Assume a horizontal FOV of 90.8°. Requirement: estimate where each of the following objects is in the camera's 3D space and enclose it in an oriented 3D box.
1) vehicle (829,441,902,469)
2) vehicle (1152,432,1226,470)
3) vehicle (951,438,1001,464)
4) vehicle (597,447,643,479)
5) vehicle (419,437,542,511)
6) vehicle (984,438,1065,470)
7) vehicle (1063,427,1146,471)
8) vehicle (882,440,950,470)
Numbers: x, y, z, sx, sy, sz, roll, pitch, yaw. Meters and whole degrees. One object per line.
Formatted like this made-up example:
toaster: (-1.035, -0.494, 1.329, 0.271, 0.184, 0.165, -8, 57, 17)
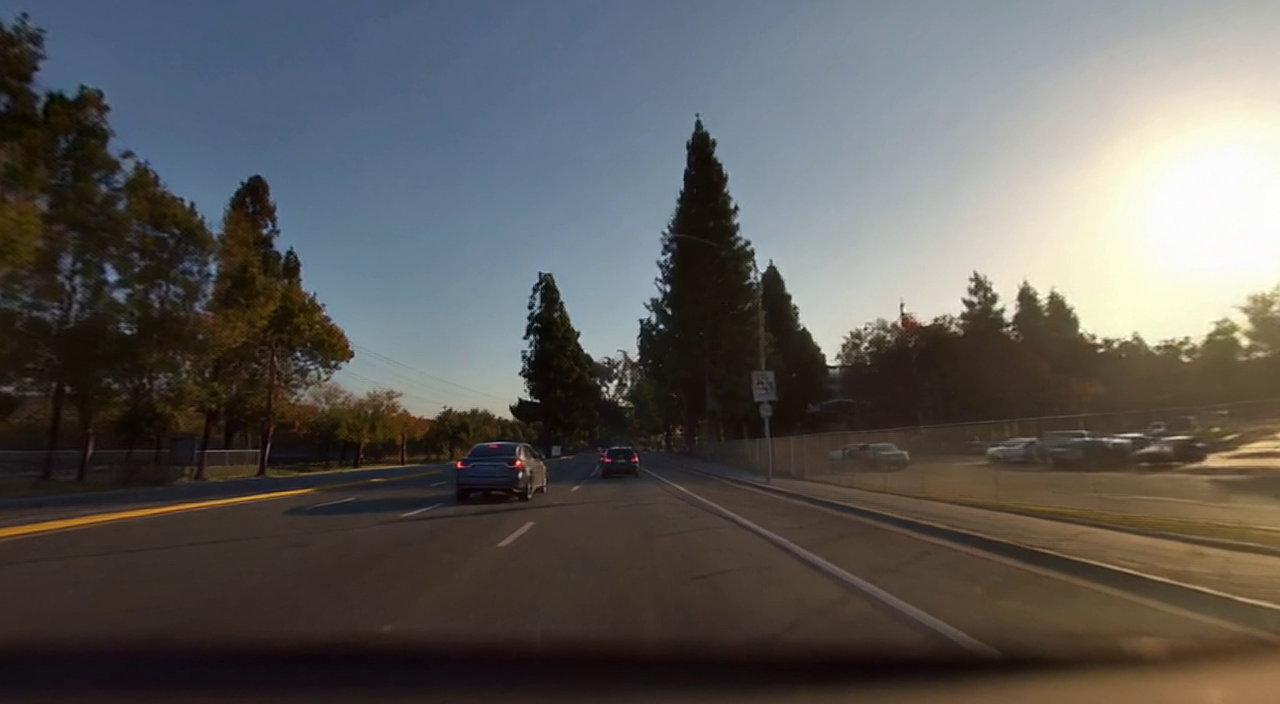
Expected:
vehicle: (12.757, 5.732, 35.531, 2.041, 1.459, 4.830, -8, -11, 42)
vehicle: (22.602, 4.041, 25.939, 1.934, 1.423, 4.008, -8, -12, 43)
vehicle: (24.107, 7.032, 45.294, 1.975, 1.729, 4.534, -6, -10, 42)
vehicle: (-1.010, 5.477, 31.484, 2.147, 1.474, 4.083, 0, -8, -2)
vehicle: (-4.021, 3.140, 16.821, 2.105, 1.676, 4.541, 0, -8, 0)
vehicle: (18.136, 4.757, 29.695, 4.562, 1.392, 2.048, 8, -12, -44)
vehicle: (20.646, 4.281, 28.001, 2.062, 1.703, 4.661, -13, -14, 43)
vehicle: (14.453, 5.345, 32.956, 2.131, 1.437, 4.325, -7, -11, 38)
